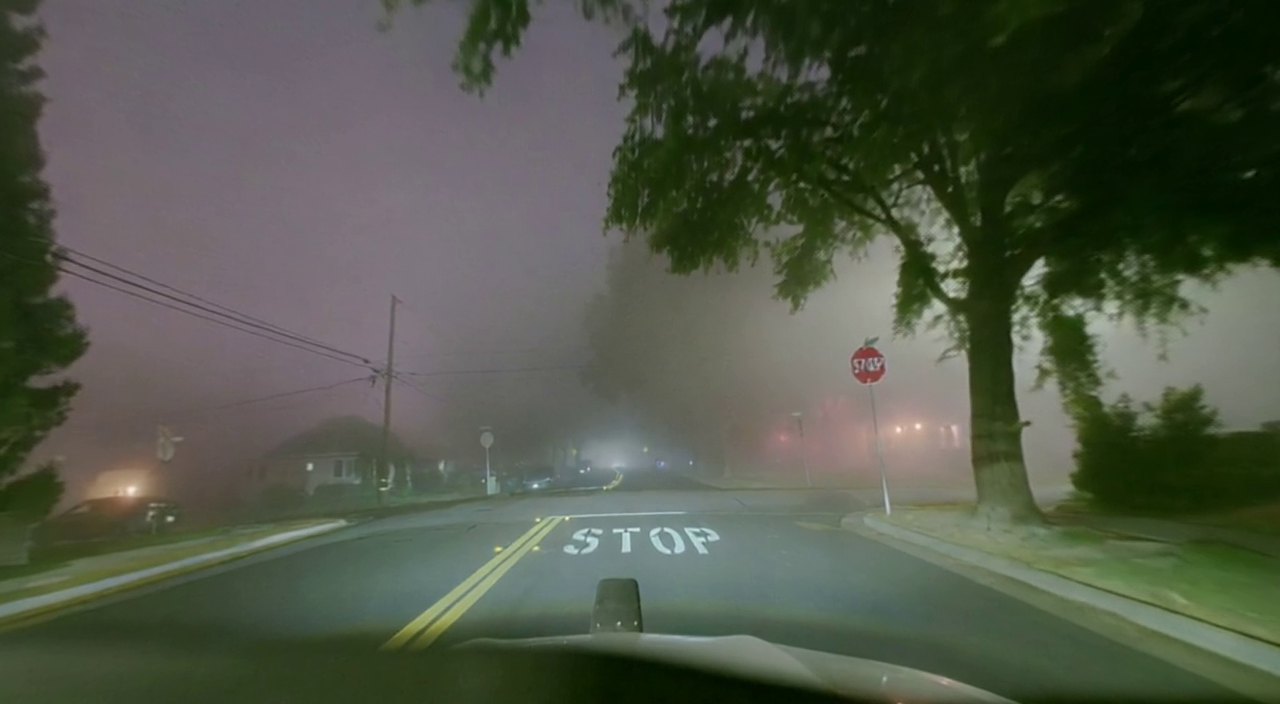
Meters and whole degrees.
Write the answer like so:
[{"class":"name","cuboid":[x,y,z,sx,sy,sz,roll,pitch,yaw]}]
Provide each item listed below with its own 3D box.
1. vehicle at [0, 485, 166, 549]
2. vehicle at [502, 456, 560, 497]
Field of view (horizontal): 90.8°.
[{"class":"vehicle","cuboid":[-18.474,5.423,20.884,4.274,1.626,2.093,-6,-9,11]},{"class":"vehicle","cuboid":[-5.972,6.856,35.231,2.149,1.823,4.613,-6,-9,1]}]
